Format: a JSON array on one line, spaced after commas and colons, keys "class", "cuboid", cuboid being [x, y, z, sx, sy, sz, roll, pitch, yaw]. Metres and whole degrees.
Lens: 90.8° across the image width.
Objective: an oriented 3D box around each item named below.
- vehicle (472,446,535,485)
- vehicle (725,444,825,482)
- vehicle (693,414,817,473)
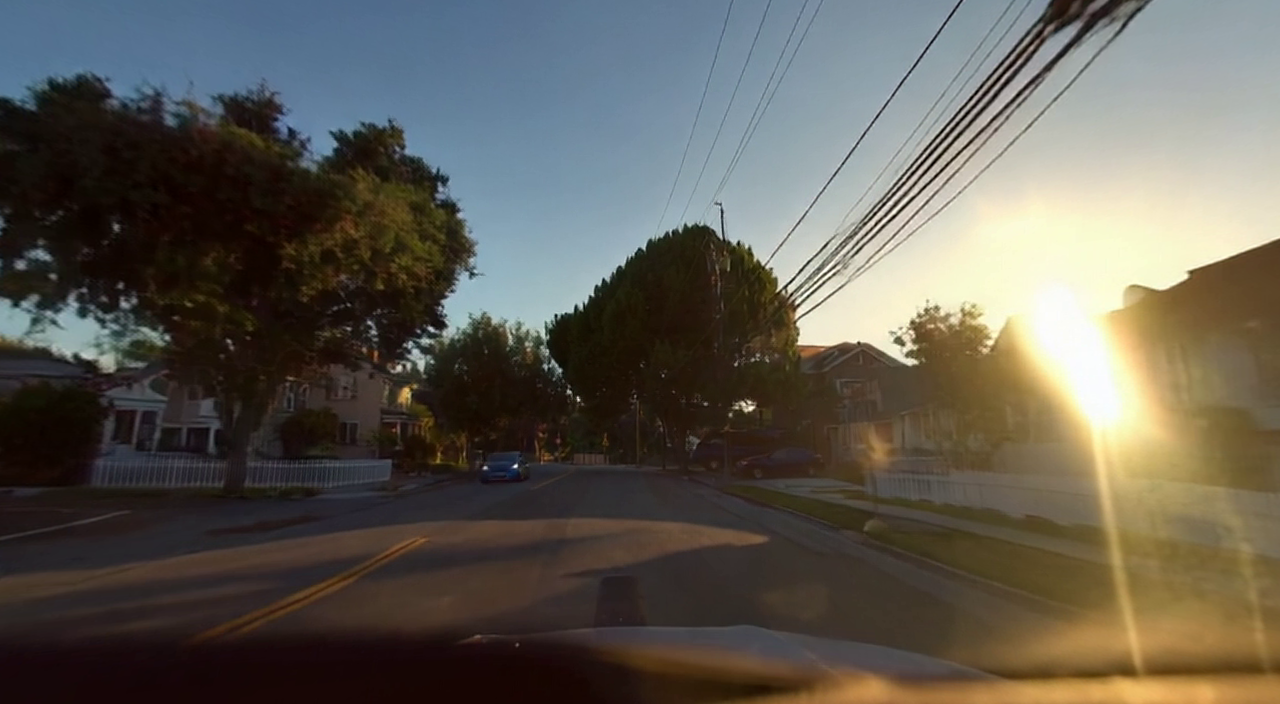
[{"class": "vehicle", "cuboid": [-5.636, 4.710, 26.597, 1.892, 1.501, 4.335, 0, -8, -3]}, {"class": "vehicle", "cuboid": [6.609, 5.456, 31.287, 4.412, 1.565, 1.957, -3, -9, -2]}, {"class": "vehicle", "cuboid": [7.261, 5.902, 40.477, 7.115, 3.010, 2.378, -4, -11, -9]}]
